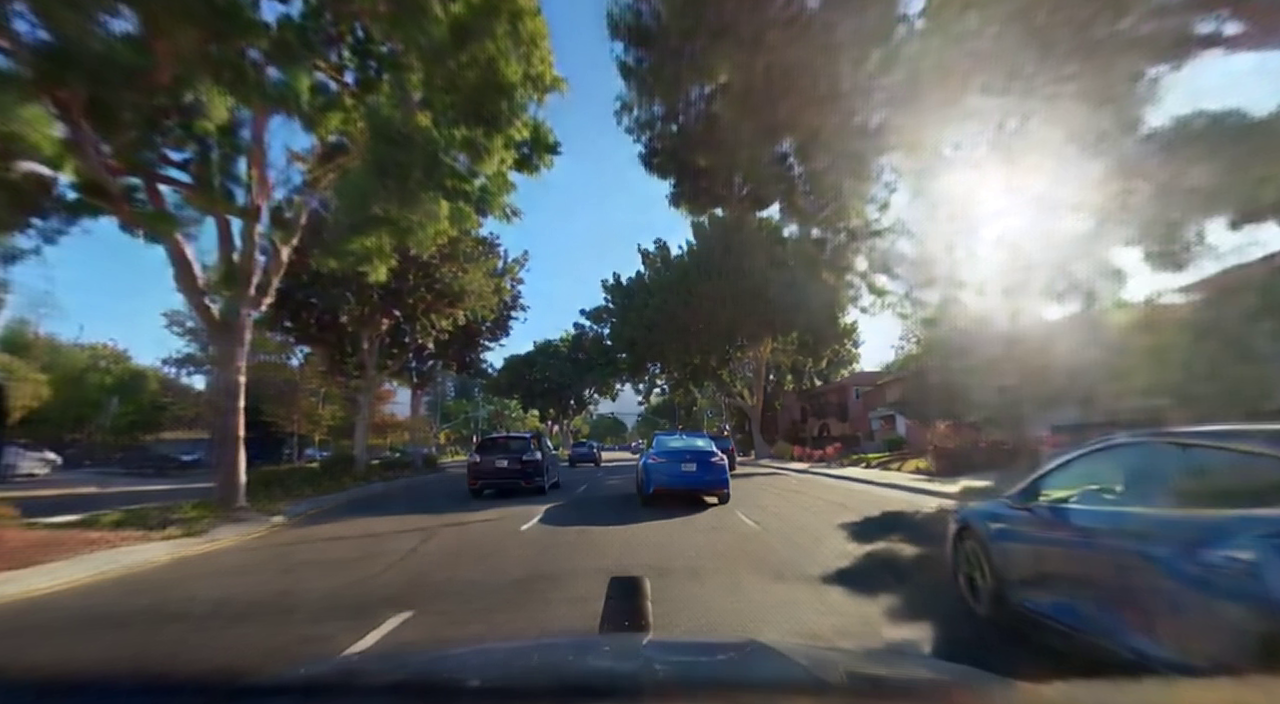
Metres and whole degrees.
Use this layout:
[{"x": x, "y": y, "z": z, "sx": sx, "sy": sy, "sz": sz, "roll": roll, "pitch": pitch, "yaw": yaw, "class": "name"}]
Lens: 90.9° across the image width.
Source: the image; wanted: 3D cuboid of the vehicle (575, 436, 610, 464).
[{"x": -3.136, "y": 6.643, "z": 42.787, "sx": 2.014, "sy": 1.755, "sz": 4.360, "roll": 0, "pitch": -8, "yaw": 0, "class": "vehicle"}]

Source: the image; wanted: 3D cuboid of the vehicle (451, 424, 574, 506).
[{"x": -2.900, "y": 2.696, "z": 15.512, "sx": 2.043, "sy": 1.687, "sz": 4.676, "roll": 0, "pitch": -8, "yaw": 0, "class": "vehicle"}]

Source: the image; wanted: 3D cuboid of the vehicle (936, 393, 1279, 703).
[{"x": 3.576, "y": 0.998, "z": 3.080, "sx": 2.017, "sy": 1.491, "sz": 4.611, "roll": 0, "pitch": -8, "yaw": 0, "class": "vehicle"}]

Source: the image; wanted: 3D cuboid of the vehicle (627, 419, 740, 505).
[{"x": 0.858, "y": 2.598, "z": 15.247, "sx": 2.280, "sy": 1.747, "sz": 4.361, "roll": 0, "pitch": -8, "yaw": -2, "class": "vehicle"}]

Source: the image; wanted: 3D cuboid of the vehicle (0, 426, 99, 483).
[{"x": -40.220, "y": 6.530, "z": 40.158, "sx": 7.956, "sy": 3.489, "sz": 2.844, "roll": 3, "pitch": -9, "yaw": -22, "class": "vehicle"}]
